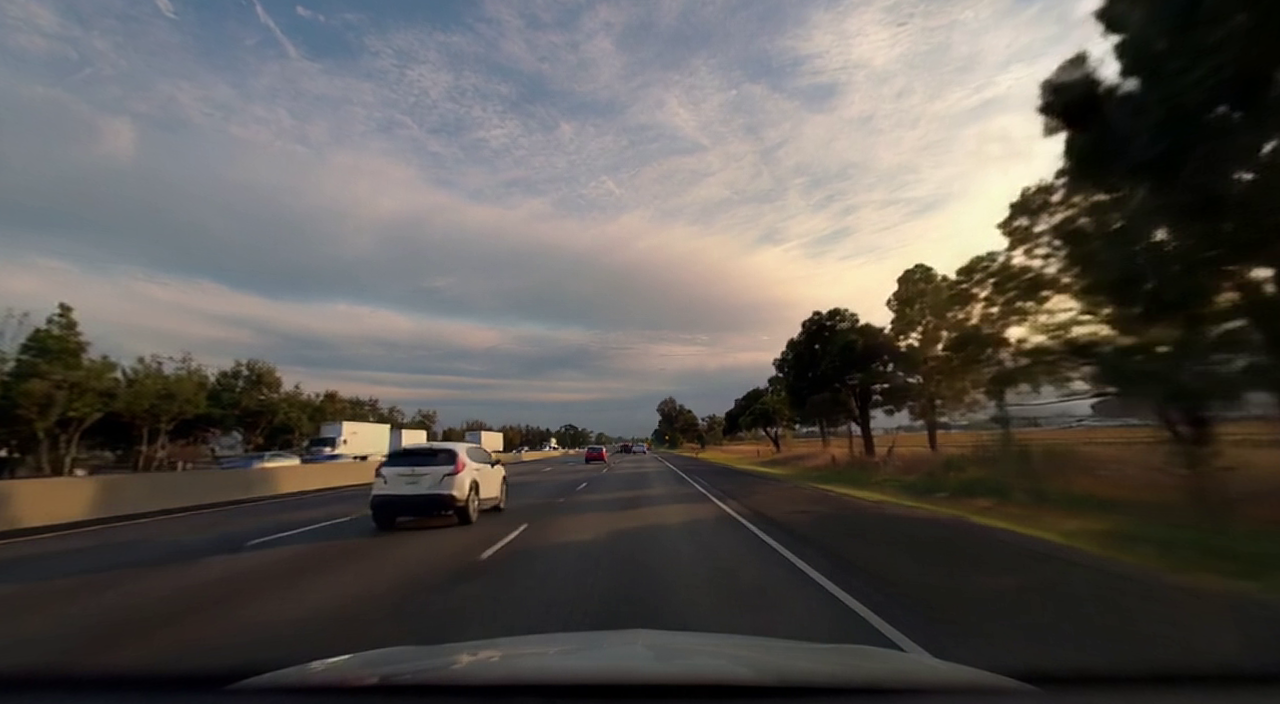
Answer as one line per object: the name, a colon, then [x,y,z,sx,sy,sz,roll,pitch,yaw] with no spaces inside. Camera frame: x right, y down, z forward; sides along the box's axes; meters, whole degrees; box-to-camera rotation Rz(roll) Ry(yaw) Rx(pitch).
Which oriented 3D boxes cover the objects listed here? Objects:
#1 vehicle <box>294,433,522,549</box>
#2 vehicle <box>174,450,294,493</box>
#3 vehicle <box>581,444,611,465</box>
vehicle: [-3.444,2.160,10.467,2.110,1.500,4.259,0,-9,1]
vehicle: [-14.984,4.396,23.562,1.881,1.404,3.891,0,-9,0]
vehicle: [-3.282,7.726,47.703,1.954,1.541,4.079,0,-9,0]
